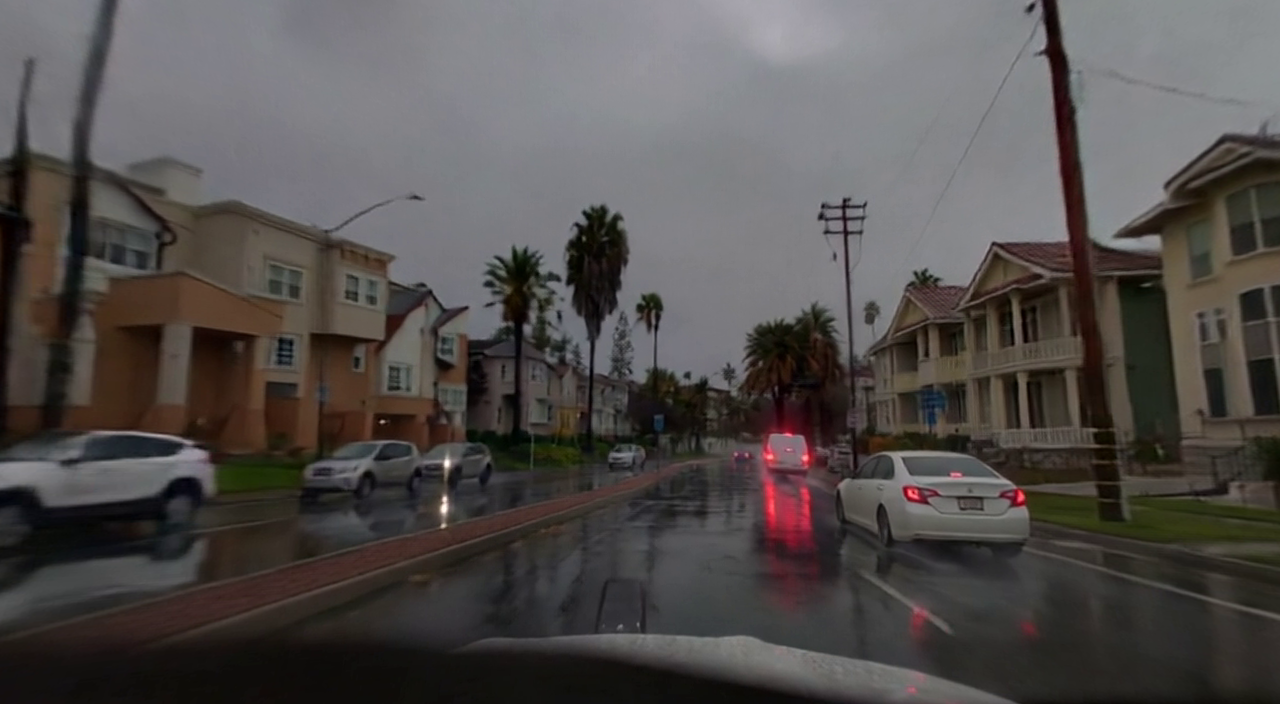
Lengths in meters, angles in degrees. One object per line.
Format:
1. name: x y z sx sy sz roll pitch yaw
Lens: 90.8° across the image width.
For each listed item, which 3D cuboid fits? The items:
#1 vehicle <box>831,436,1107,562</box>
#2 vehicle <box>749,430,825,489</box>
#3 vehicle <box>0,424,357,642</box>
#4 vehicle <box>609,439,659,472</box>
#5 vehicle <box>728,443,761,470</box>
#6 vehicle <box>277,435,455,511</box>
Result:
1. vehicle: 4.876 2.221 10.349 2.096 1.552 4.519 1 -9 0
2. vehicle: 5.451 4.061 24.076 2.109 2.002 4.424 0 -9 4
3. vehicle: -5.236 1.537 6.613 2.081 1.453 4.698 -3 -6 6
4. vehicle: -0.326 6.717 41.368 2.069 1.820 4.388 -4 -7 16
5. vehicle: 6.528 6.487 39.381 1.923 1.576 4.026 -1 -9 10
6. vehicle: -6.683 2.958 16.069 2.023 1.518 4.388 -3 -7 10
